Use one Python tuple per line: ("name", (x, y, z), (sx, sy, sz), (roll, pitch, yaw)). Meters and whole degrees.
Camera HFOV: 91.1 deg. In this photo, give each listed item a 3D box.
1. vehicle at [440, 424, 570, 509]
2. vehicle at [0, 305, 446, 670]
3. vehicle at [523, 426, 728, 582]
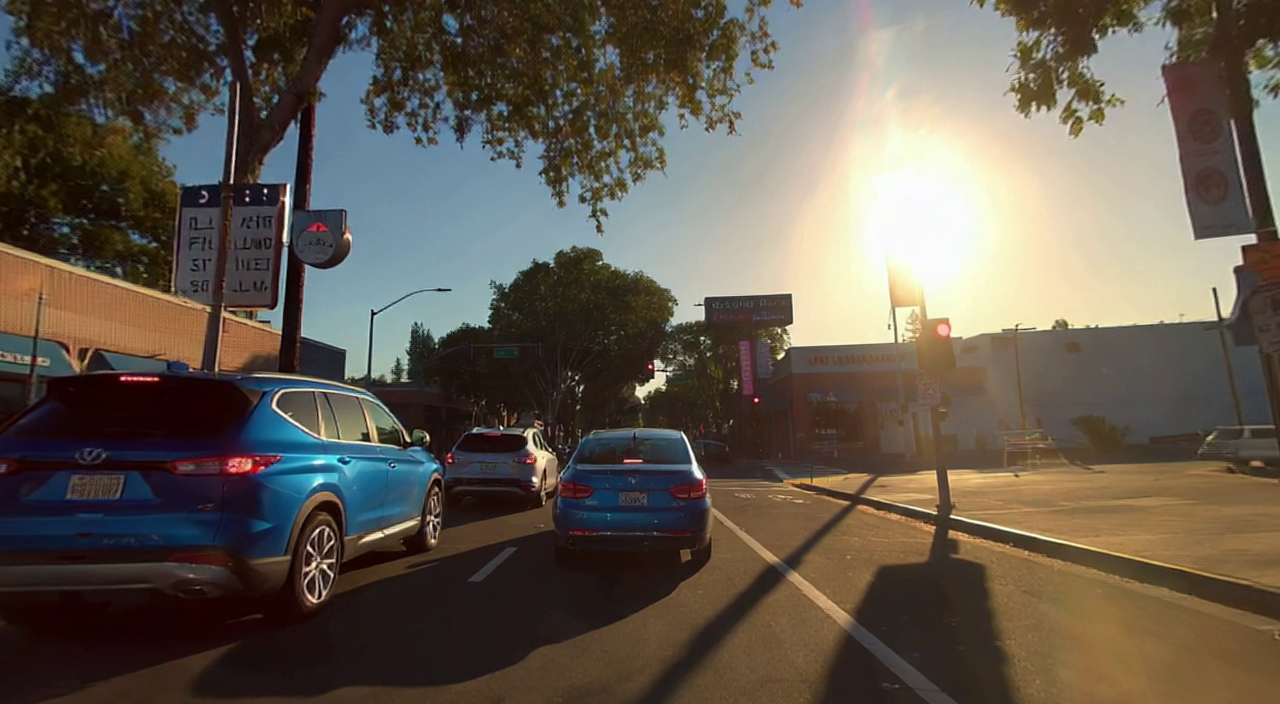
("vehicle", (-2.928, 2.591, 14.606), (2.047, 1.664, 4.148), (0, -8, 1))
("vehicle", (-3.815, 1.131, 6.221), (2.152, 2.118, 5.066), (0, -8, 0))
("vehicle", (-0.169, 1.778, 8.182), (1.966, 1.481, 4.146), (0, -8, -1))
